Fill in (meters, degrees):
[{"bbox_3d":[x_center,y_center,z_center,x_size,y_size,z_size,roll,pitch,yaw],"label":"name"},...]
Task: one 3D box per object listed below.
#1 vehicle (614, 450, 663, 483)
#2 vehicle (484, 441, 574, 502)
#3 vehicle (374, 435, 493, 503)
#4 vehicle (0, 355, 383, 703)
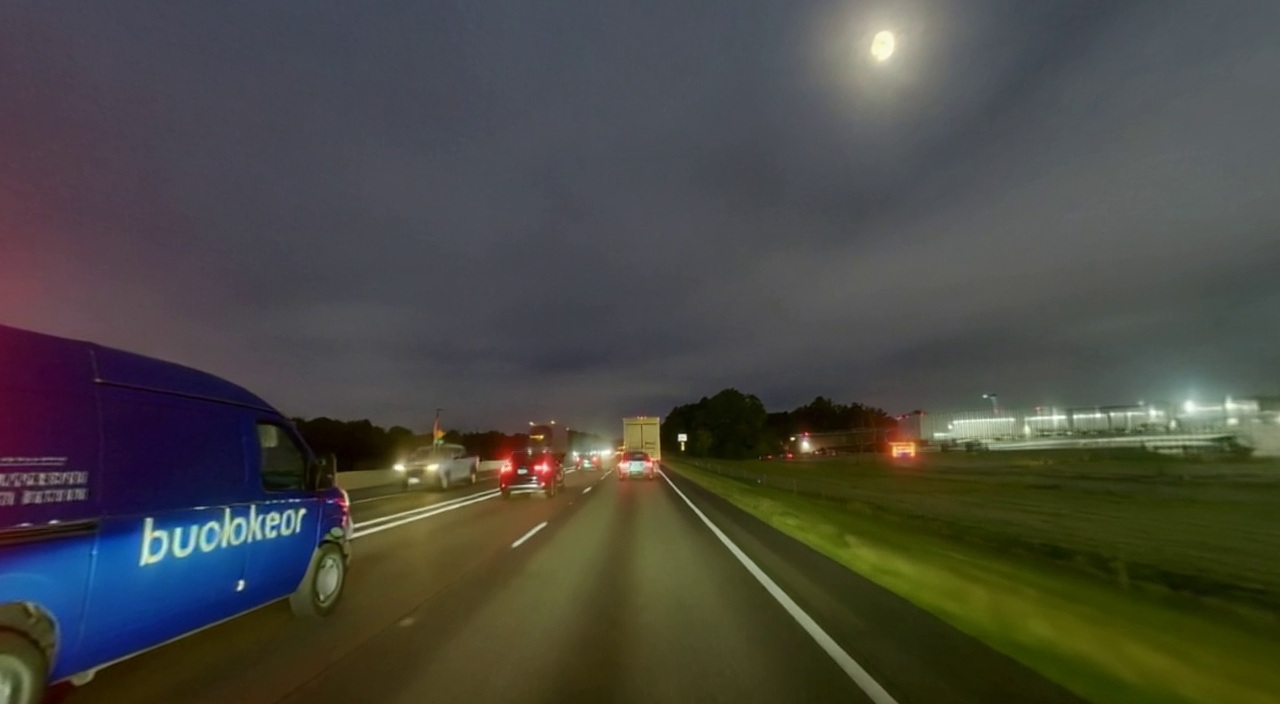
[{"bbox_3d":[-0.100,5.226,29.041,2.095,1.393,3.908,0,-9,-1],"label":"vehicle"},{"bbox_3d":[-3.190,3.529,19.038,1.937,1.600,4.141,0,-9,0],"label":"vehicle"},{"bbox_3d":[-6.584,3.779,20.888,2.100,1.928,5.251,0,-9,0],"label":"vehicle"},{"bbox_3d":[-3.265,1.010,3.078,2.117,1.688,4.582,0,-9,-1],"label":"vehicle"}]
